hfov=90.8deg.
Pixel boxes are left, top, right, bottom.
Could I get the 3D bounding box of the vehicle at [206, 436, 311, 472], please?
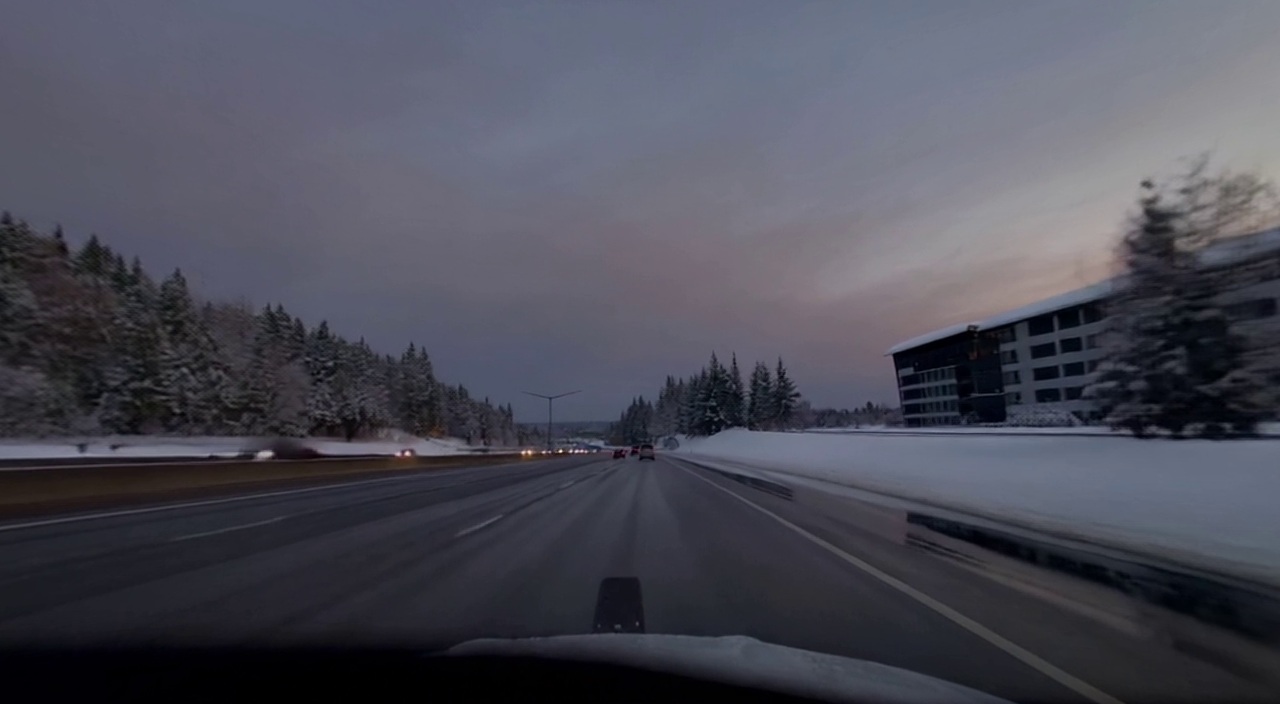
[{"bbox_3d":[-18.330,4.909,30.673,1.956,1.578,4.787,-1,-8,2],"label":"vehicle"}]
